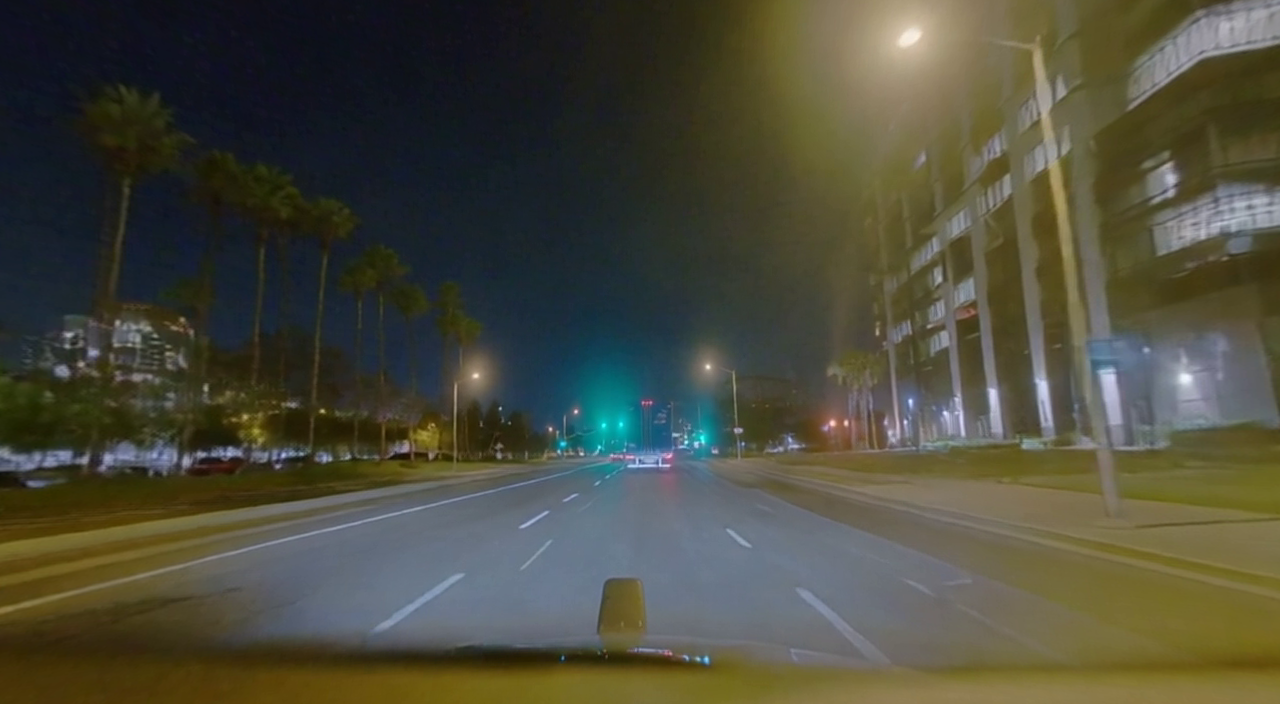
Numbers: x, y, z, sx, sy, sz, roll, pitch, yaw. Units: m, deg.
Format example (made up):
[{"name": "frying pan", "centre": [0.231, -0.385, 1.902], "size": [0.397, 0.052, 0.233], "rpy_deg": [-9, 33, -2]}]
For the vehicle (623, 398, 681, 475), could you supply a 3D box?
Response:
[{"name": "vehicle", "centre": [0.483, 5.259, 38.472], "size": [2.992, 3.949, 11.815], "rpy_deg": [0, -9, -1]}]
